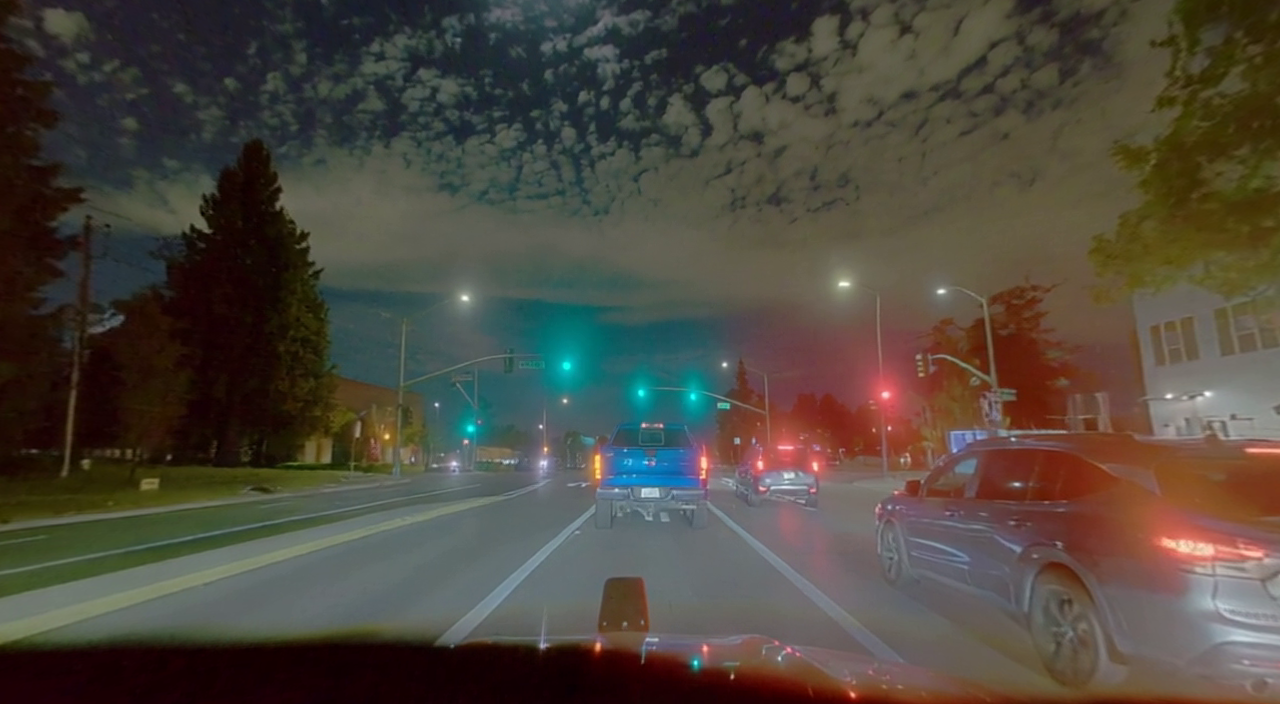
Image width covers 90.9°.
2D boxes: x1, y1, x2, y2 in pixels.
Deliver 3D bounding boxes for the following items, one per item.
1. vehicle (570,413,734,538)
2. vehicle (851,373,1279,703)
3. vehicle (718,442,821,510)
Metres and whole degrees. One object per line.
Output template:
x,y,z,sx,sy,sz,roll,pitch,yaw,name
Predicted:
0.193,2.403,12.979,2.636,2.011,5.425,0,-9,0,vehicle
3.294,1.173,3.899,2.155,1.667,5.162,0,-9,0,vehicle
3.471,3.404,17.831,1.957,1.646,4.355,0,-9,0,vehicle
